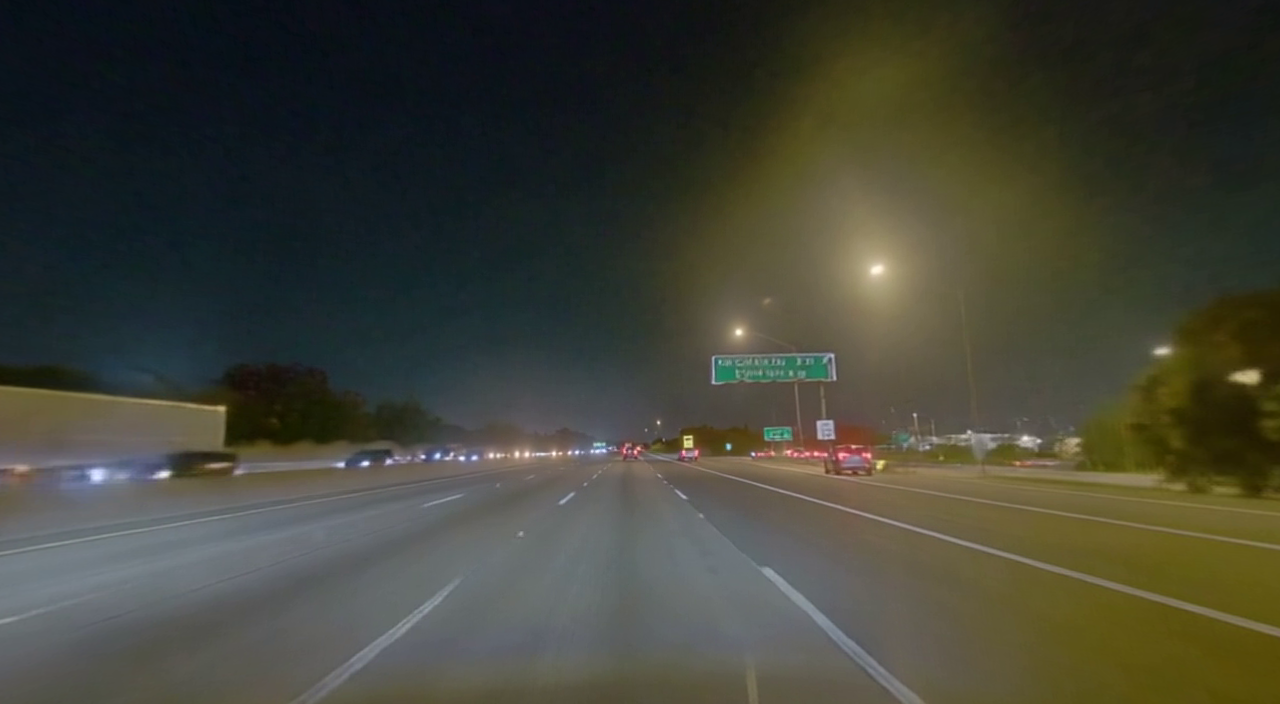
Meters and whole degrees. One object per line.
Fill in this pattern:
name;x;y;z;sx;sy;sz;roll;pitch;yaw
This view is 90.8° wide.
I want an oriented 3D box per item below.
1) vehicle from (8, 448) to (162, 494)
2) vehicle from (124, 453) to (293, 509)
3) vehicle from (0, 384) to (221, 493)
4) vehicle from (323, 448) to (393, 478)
vehicle;-22.181;4.740;25.569;2.109;1.670;4.549;0;-9;-1
vehicle;-12.832;3.827;19.244;1.908;1.467;4.603;0;-9;0
vehicle;-26.545;4.116;29.438;2.913;4.193;16.627;0;-9;-1
vehicle;-16.368;6.444;36.911;2.038;1.608;4.445;0;-9;0
